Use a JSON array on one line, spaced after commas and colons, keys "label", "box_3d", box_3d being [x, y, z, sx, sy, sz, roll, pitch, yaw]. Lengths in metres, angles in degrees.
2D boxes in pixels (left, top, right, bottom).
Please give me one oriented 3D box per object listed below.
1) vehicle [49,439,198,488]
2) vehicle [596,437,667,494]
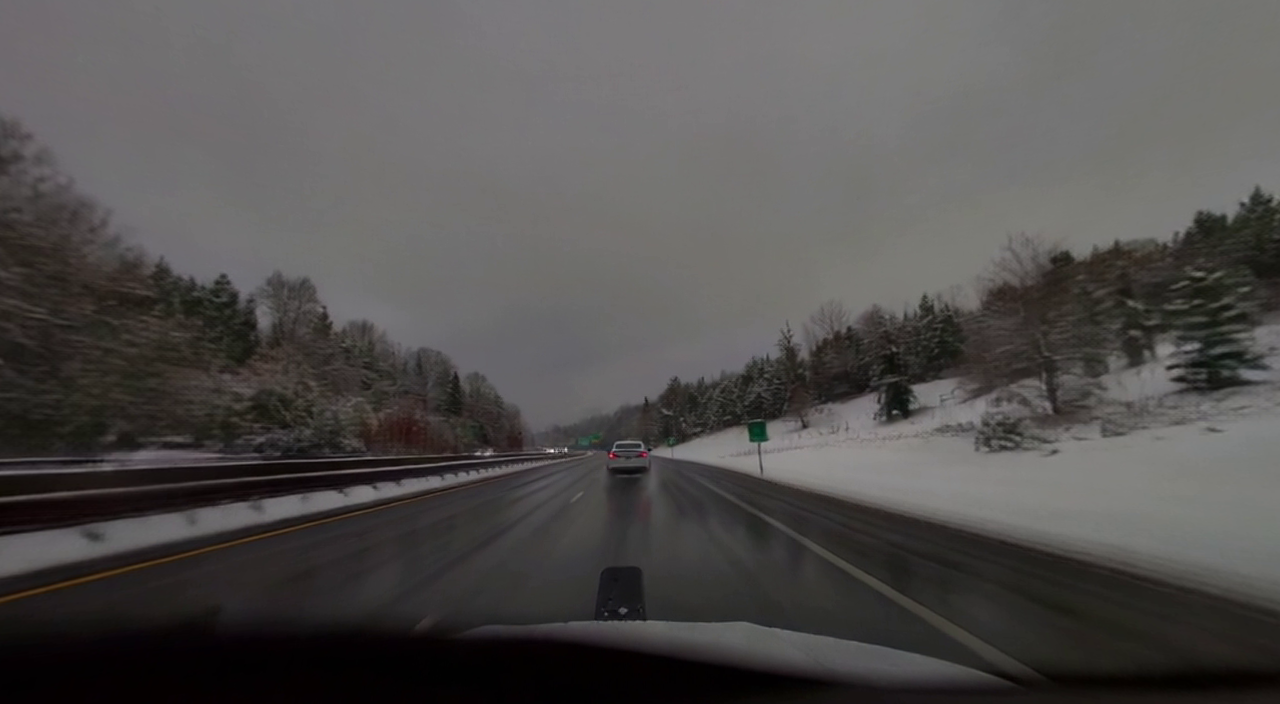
[{"label": "vehicle", "box_3d": [-17.317, 3.727, 21.391, 1.794, 1.488, 3.770, 0, -9, 0]}, {"label": "vehicle", "box_3d": [-0.233, 3.776, 21.359, 2.135, 1.686, 4.517, 0, -9, 1]}]
